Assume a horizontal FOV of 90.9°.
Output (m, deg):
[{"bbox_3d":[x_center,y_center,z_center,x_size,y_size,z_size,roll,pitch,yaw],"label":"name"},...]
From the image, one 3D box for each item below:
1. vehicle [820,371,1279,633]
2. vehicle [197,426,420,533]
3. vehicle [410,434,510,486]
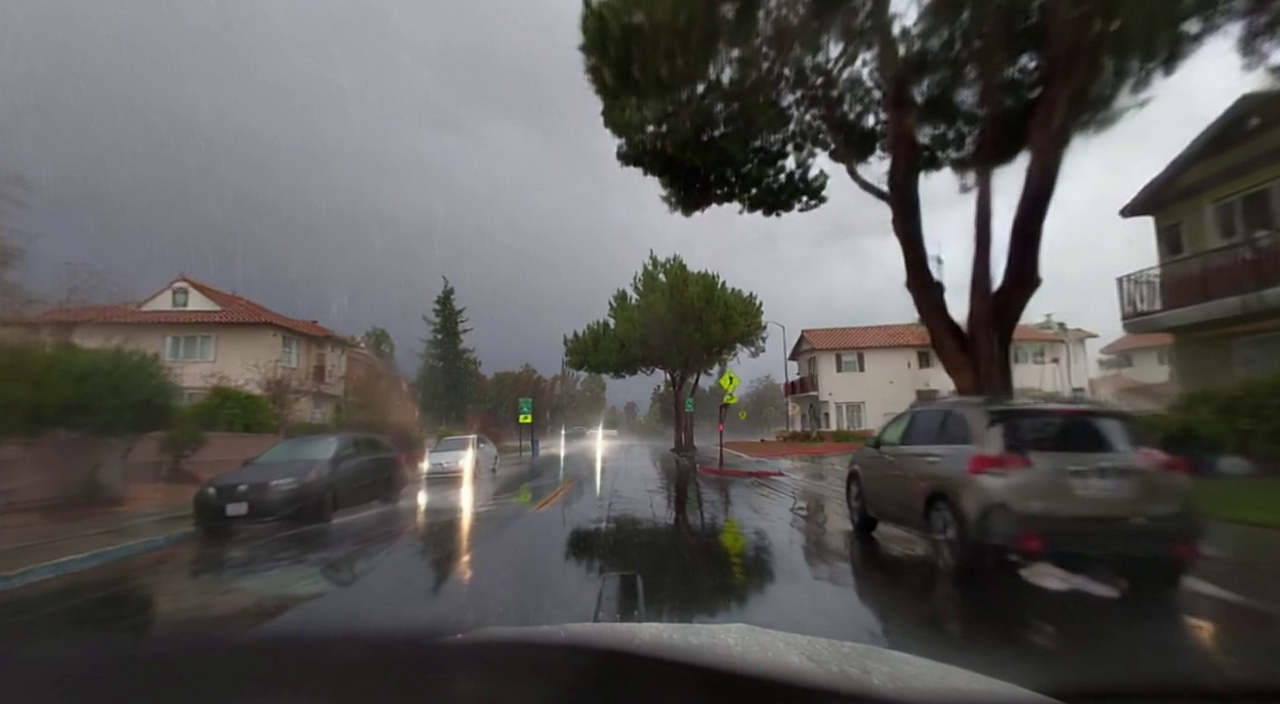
[{"bbox_3d":[3.442,1.259,6.362,1.997,1.663,4.544,-1,-8,2],"label":"vehicle"},{"bbox_3d":[-5.478,2.109,11.054,1.842,1.540,3.704,0,-8,0],"label":"vehicle"},{"bbox_3d":[-5.511,3.352,19.885,1.919,1.464,4.155,0,-8,0],"label":"vehicle"}]
